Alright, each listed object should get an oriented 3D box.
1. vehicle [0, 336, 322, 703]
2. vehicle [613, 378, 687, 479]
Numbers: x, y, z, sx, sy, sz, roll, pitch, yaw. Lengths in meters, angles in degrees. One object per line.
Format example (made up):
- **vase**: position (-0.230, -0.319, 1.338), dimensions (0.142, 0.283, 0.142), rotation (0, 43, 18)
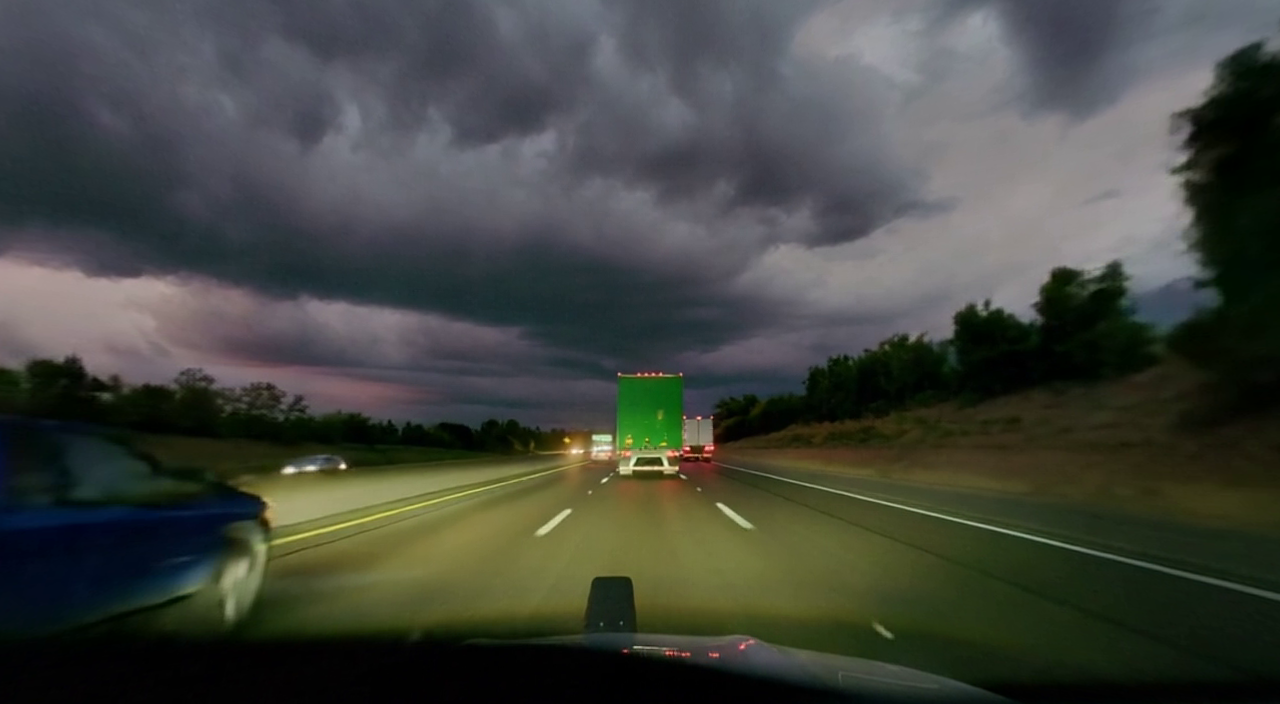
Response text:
- **vehicle**: position (-3.494, 0.790, 2.460), dimensions (2.173, 1.657, 4.401), rotation (0, -9, 0)
- **vehicle**: position (0.411, 3.865, 30.754), dimensions (2.932, 4.042, 11.054), rotation (0, -9, 0)
